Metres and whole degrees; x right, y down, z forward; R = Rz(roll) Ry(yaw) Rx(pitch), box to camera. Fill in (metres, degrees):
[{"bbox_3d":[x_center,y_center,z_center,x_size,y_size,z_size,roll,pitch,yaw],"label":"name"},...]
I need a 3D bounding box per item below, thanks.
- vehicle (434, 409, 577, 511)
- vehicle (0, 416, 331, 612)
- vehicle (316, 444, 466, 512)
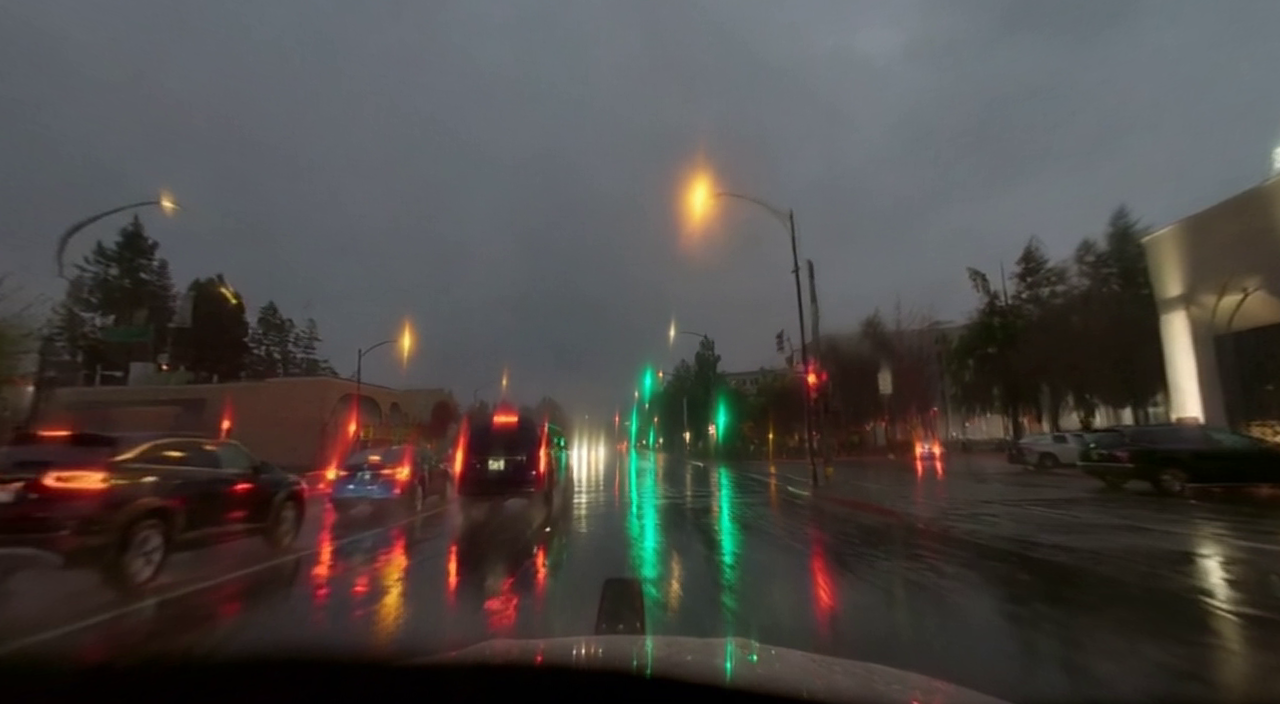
[{"bbox_3d":[-3.143,2.711,16.309,2.496,2.155,5.468,0,-8,0],"label":"vehicle"},{"bbox_3d":[-6.043,1.714,7.710,2.228,1.652,4.593,0,-8,-1],"label":"vehicle"},{"bbox_3d":[-6.029,3.069,15.978,1.982,1.452,4.463,0,-8,0],"label":"vehicle"}]
